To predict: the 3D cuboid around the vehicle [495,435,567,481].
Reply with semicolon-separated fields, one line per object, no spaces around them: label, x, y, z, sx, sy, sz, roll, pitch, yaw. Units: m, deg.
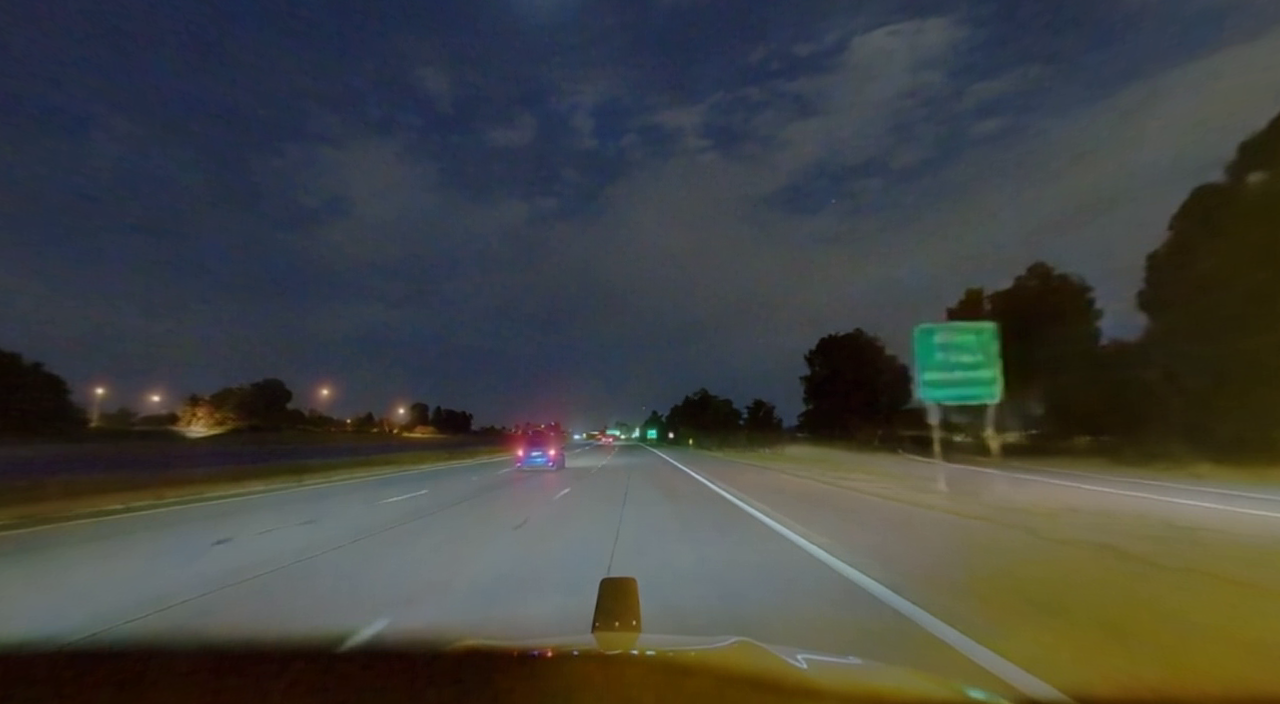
vehicle;-4.020;3.936;23.804;2.008;1.567;3.959;0;-8;0
